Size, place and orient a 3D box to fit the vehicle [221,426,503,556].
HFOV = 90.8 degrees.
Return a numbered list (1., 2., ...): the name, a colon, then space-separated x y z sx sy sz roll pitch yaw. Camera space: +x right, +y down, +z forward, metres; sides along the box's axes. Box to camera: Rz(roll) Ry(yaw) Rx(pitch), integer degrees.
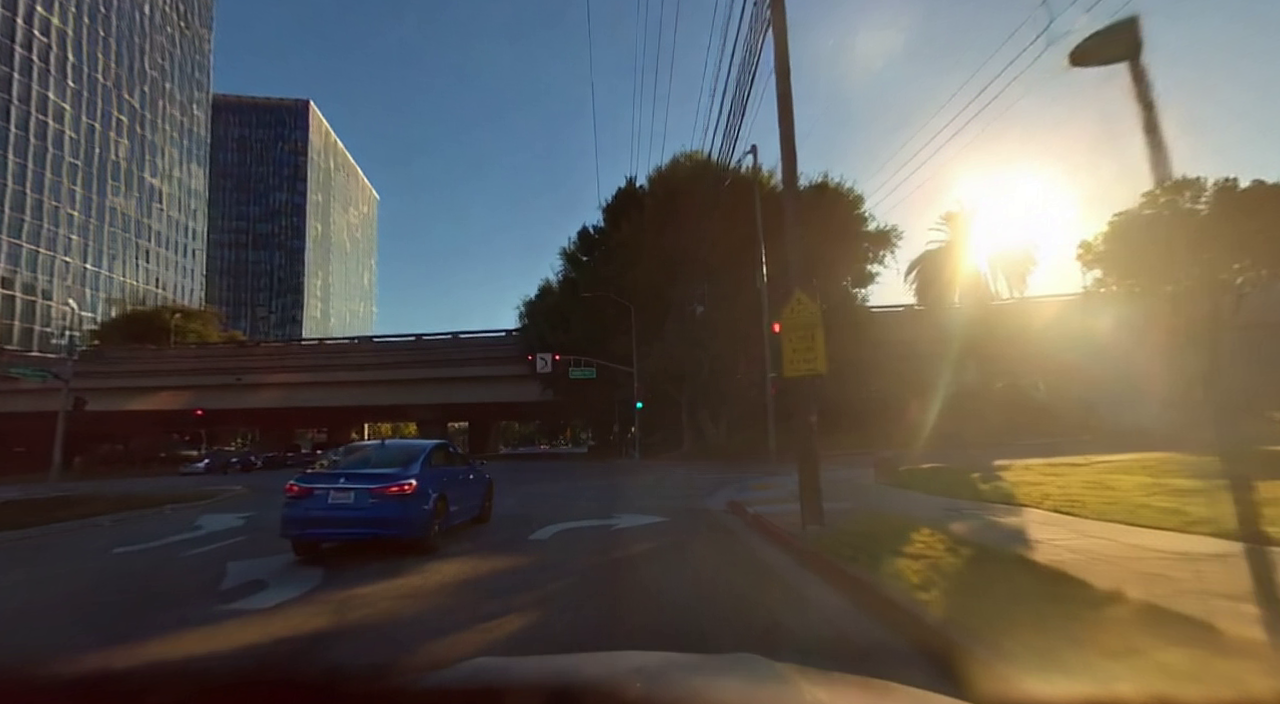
1. vehicle: -3.669 1.906 9.515 2.154 1.465 4.532 0 -8 0
